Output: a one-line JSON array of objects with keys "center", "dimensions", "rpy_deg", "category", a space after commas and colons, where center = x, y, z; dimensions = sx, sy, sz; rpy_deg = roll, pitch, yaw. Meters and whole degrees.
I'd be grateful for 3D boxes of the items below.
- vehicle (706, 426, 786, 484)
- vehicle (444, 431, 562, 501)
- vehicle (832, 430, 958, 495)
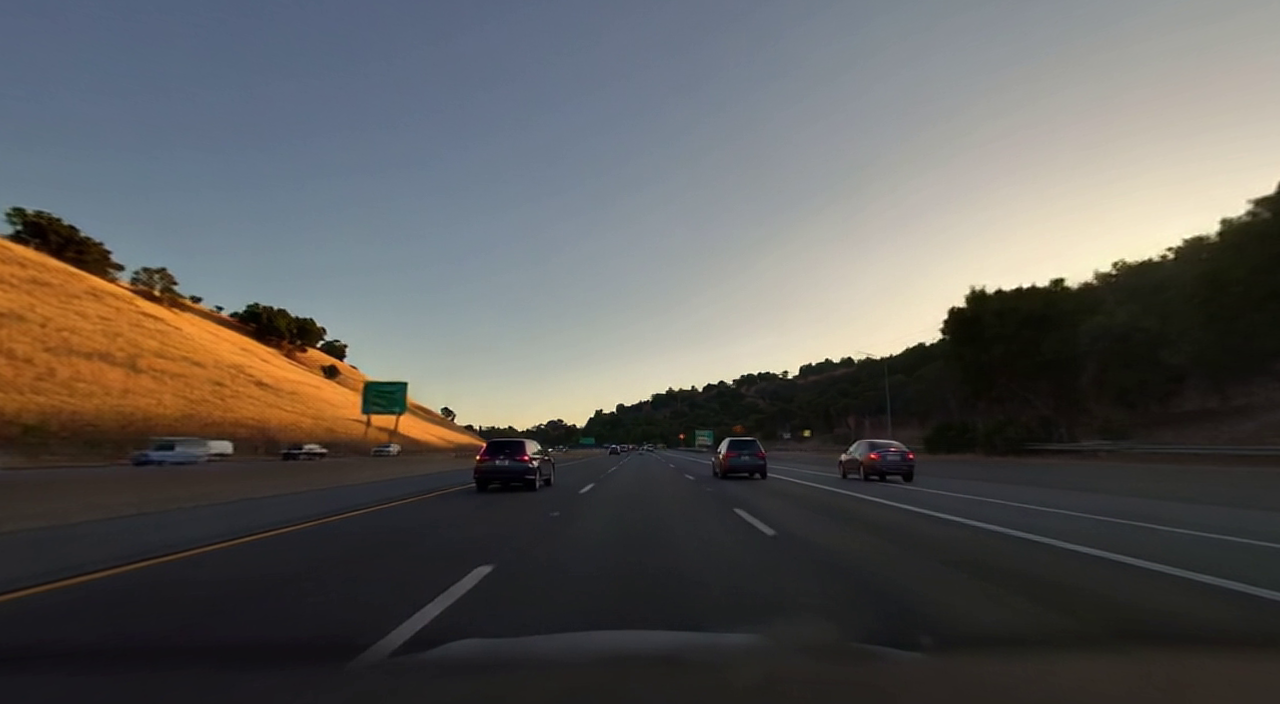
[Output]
[{"center": [3.800, 3.811, 23.612], "dimensions": [2.121, 1.925, 5.056], "rpy_deg": [0, -8, 0], "category": "vehicle"}, {"center": [-3.585, 3.073, 17.483], "dimensions": [2.166, 1.672, 4.388], "rpy_deg": [0, -8, 2], "category": "vehicle"}, {"center": [7.506, 3.272, 19.101], "dimensions": [1.998, 1.717, 4.338], "rpy_deg": [0, -8, 0], "category": "vehicle"}]
